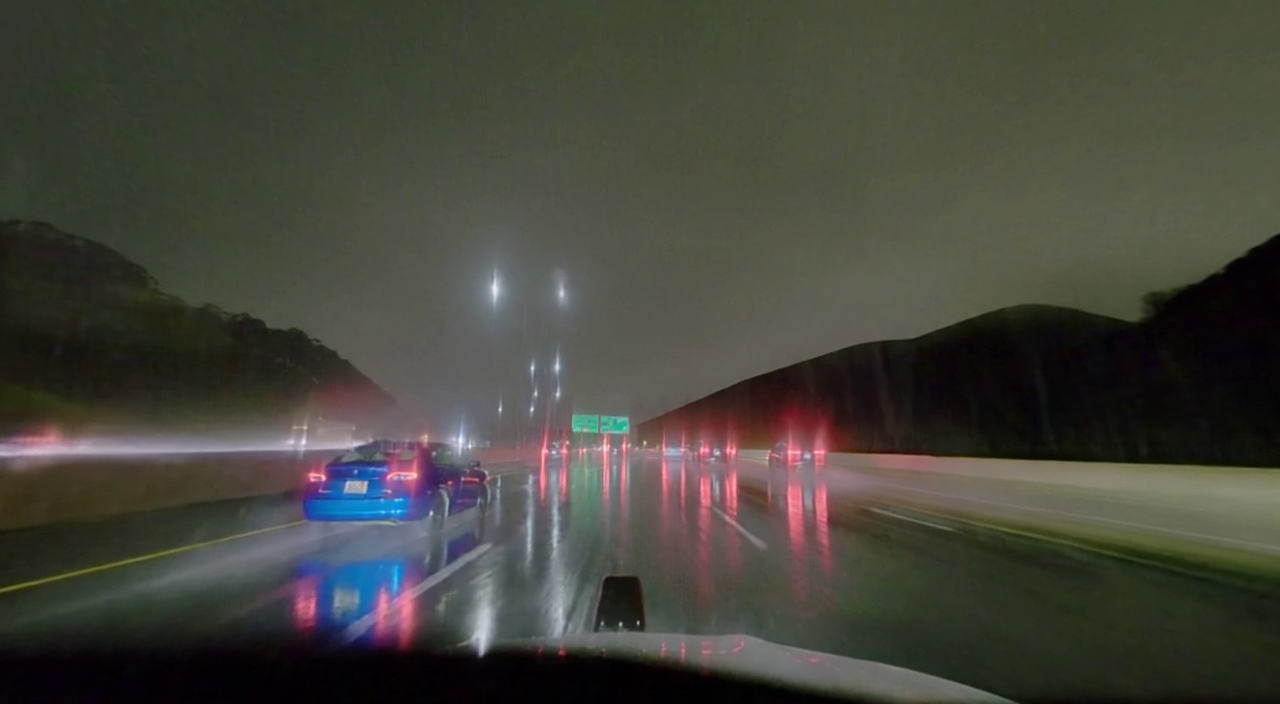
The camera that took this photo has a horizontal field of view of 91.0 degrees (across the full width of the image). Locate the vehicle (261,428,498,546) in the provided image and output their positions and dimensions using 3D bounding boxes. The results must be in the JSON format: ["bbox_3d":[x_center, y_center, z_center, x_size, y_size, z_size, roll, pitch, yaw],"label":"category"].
[{"bbox_3d":[-3.870,2.074,10.352,1.993,1.500,4.248,0,-9,1],"label":"vehicle"}]

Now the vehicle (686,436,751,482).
[{"bbox_3d":[3.347,4.687,27.902,2.222,1.820,4.733,0,-9,-1],"label":"vehicle"}]

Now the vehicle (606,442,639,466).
[{"bbox_3d":[-1.176,7.035,43.529,2.147,1.572,4.094,0,-9,-1],"label":"vehicle"}]

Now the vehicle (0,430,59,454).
[{"bbox_3d":[-40.026,5.746,40.173,1.764,1.492,4.342,0,-9,-1],"label":"vehicle"}]

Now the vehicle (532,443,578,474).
[{"bbox_3d":[-4.266,5.429,32.265,1.796,1.464,3.839,0,-9,0],"label":"vehicle"}]
